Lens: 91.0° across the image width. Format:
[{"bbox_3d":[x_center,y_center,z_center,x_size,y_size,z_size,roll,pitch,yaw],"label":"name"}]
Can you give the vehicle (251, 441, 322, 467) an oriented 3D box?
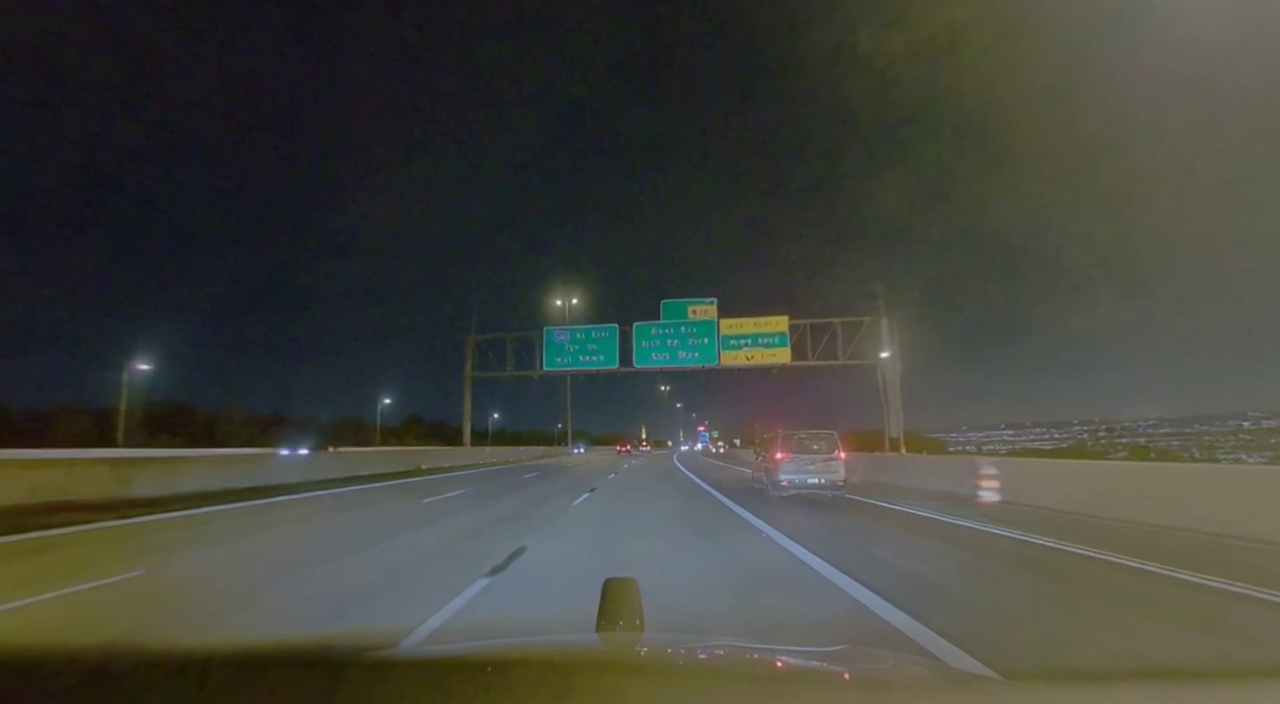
[{"bbox_3d":[-22.763,6.582,40.731,1.916,1.610,4.340,0,-9,2],"label":"vehicle"}]
